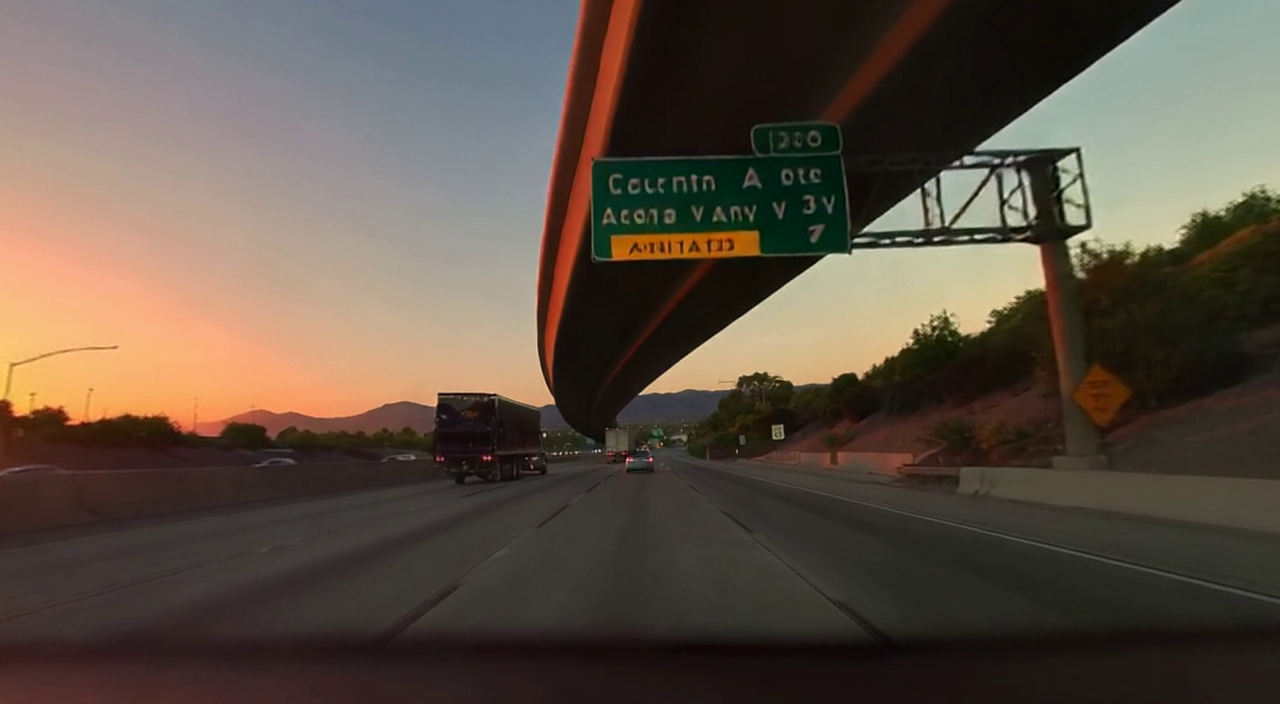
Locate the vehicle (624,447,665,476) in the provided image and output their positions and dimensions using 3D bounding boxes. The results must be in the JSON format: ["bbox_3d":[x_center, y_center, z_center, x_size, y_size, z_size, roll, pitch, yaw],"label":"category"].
[{"bbox_3d":[0.200,5.867,33.970,2.066,1.469,4.050,0,-9,-1],"label":"vehicle"}]

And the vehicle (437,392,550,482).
[{"bbox_3d":[-7.055,4.499,32.542,3.067,3.804,11.136,0,-9,0],"label":"vehicle"}]
